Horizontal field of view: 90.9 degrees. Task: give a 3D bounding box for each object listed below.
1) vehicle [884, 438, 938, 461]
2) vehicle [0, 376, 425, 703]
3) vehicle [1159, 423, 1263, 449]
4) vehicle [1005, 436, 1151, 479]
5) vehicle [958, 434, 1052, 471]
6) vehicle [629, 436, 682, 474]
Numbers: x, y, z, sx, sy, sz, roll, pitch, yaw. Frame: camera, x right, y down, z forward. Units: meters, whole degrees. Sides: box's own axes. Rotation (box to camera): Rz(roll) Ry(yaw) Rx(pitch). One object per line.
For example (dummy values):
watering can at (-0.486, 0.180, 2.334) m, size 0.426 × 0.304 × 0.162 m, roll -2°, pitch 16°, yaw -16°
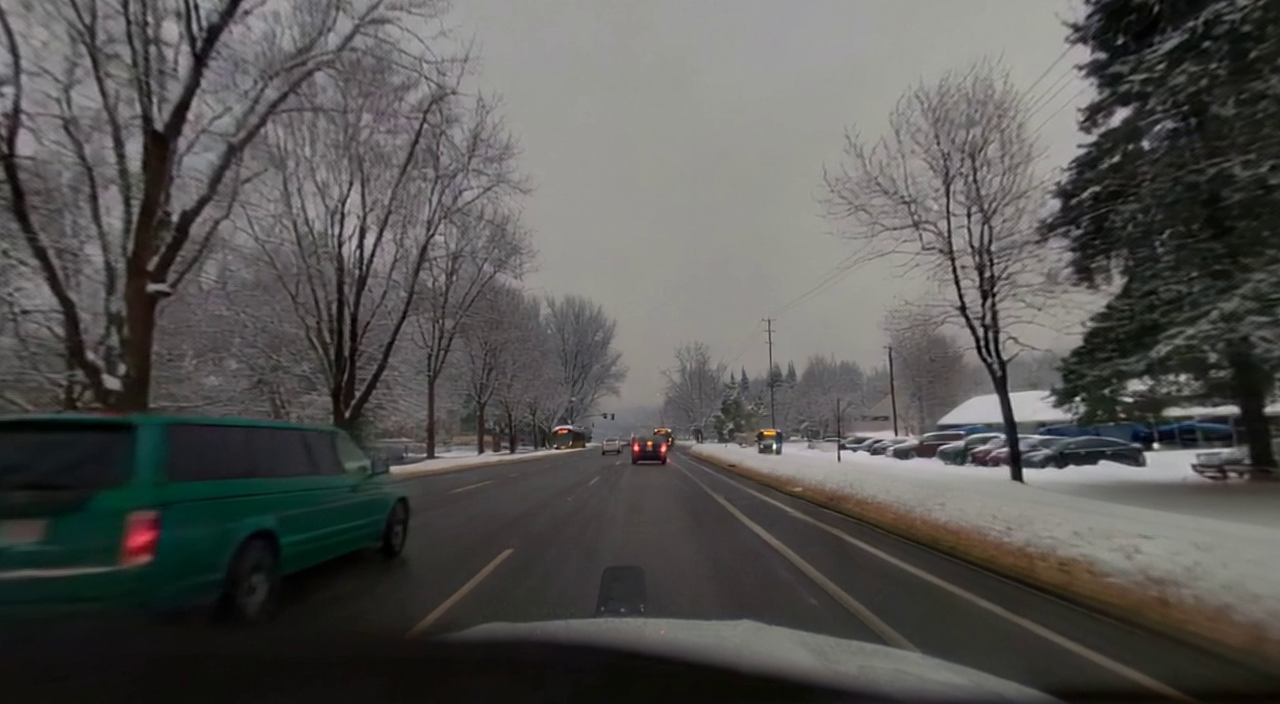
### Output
vehicle at (19.150, 6.926, 44.750) m, size 1.826 × 1.532 × 4.290 m, roll 0°, pitch -9°, yaw -1°
vehicle at (-3.629, 1.252, 5.269) m, size 2.148 × 1.636 × 4.199 m, roll 0°, pitch -9°, yaw 0°
vehicle at (33.202, 4.914, 36.752) m, size 4.215 × 1.462 × 1.883 m, roll 0°, pitch -9°, yaw -1°
vehicle at (19.019, 4.603, 27.878) m, size 2.229 × 1.661 × 5.991 m, roll 0°, pitch -9°, yaw 1°
vehicle at (19.005, 5.270, 33.156) m, size 1.965 × 1.749 × 4.838 m, roll 0°, pitch -9°, yaw -1°
vehicle at (0.592, 4.446, 27.377) m, size 2.123 × 1.498 × 4.226 m, roll 0°, pitch -9°, yaw 0°
